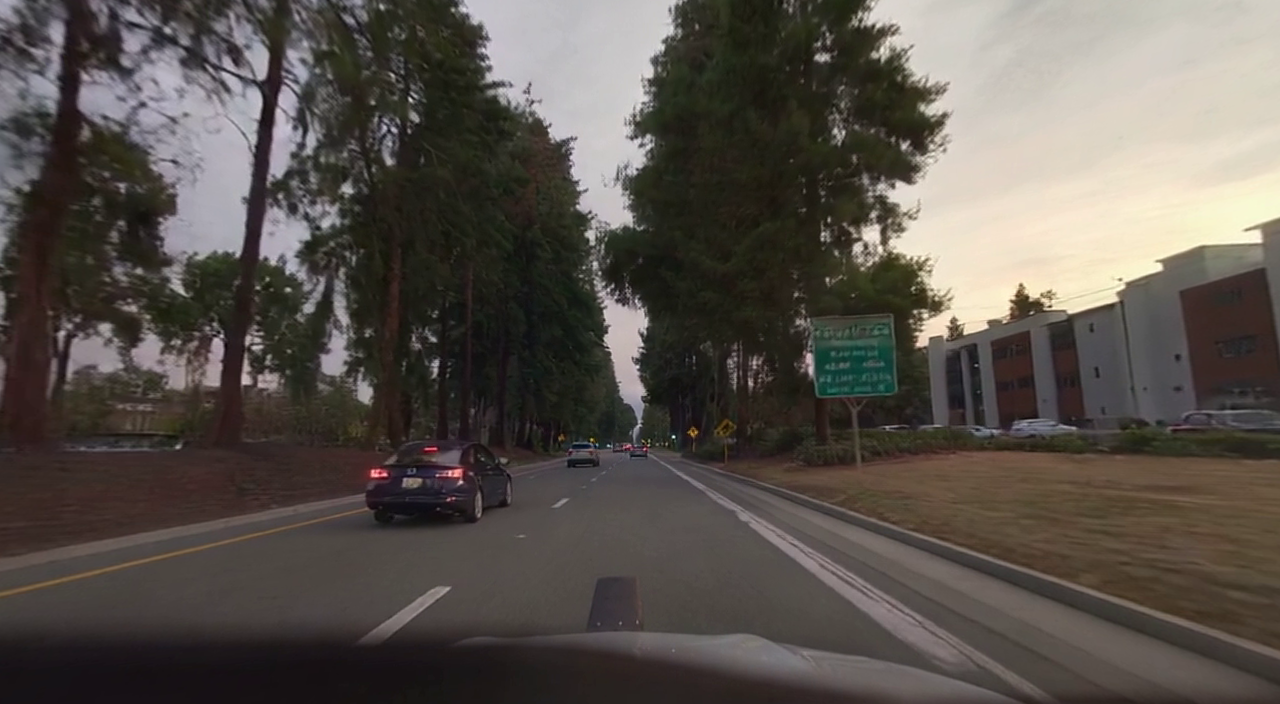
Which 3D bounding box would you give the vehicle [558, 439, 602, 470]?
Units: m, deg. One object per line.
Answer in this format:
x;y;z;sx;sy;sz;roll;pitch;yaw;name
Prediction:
-3.270;5.698;35.229;1.942;1.588;4.172;0;-9;1;vehicle

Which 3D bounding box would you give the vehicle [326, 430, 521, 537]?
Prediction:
-3.458;2.185;11.128;1.862;1.478;4.369;0;-9;0;vehicle
